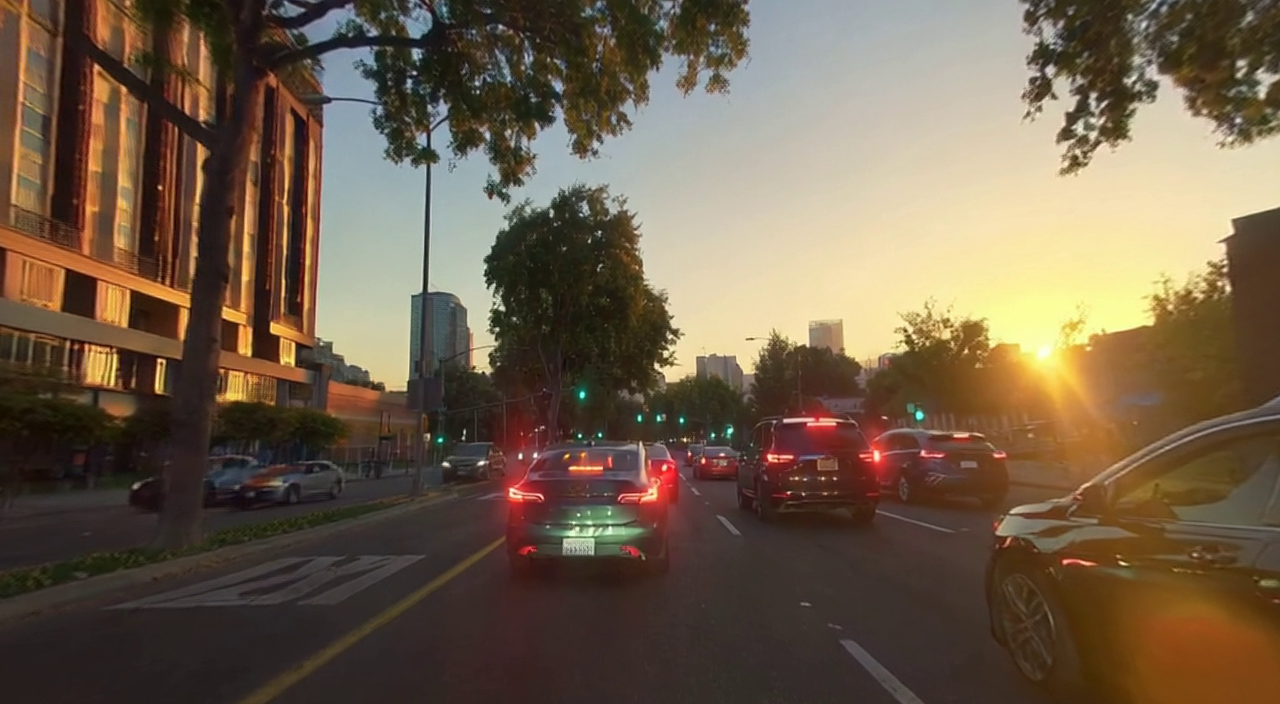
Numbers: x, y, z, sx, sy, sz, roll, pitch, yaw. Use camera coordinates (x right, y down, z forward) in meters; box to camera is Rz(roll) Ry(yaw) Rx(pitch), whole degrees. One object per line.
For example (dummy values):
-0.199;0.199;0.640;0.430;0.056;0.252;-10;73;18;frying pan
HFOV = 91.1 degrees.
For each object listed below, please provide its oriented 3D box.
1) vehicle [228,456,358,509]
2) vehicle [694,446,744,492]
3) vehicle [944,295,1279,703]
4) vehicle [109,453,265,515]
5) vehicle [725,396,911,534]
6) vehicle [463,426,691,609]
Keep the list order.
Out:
-12.597;4.717;23.222;2.005;1.660;4.676;0;-9;1;vehicle
3.095;4.622;25.267;1.518;1.650;4.408;0;-9;1;vehicle
3.148;0.810;2.177;1.982;1.960;4.427;0;-9;1;vehicle
-16.228;4.695;22.882;2.077;1.925;4.626;0;-9;2;vehicle
3.615;2.465;14.315;2.516;2.481;5.766;0;-8;0;vehicle
-0.563;1.845;7.928;2.111;1.676;4.018;0;-8;1;vehicle
